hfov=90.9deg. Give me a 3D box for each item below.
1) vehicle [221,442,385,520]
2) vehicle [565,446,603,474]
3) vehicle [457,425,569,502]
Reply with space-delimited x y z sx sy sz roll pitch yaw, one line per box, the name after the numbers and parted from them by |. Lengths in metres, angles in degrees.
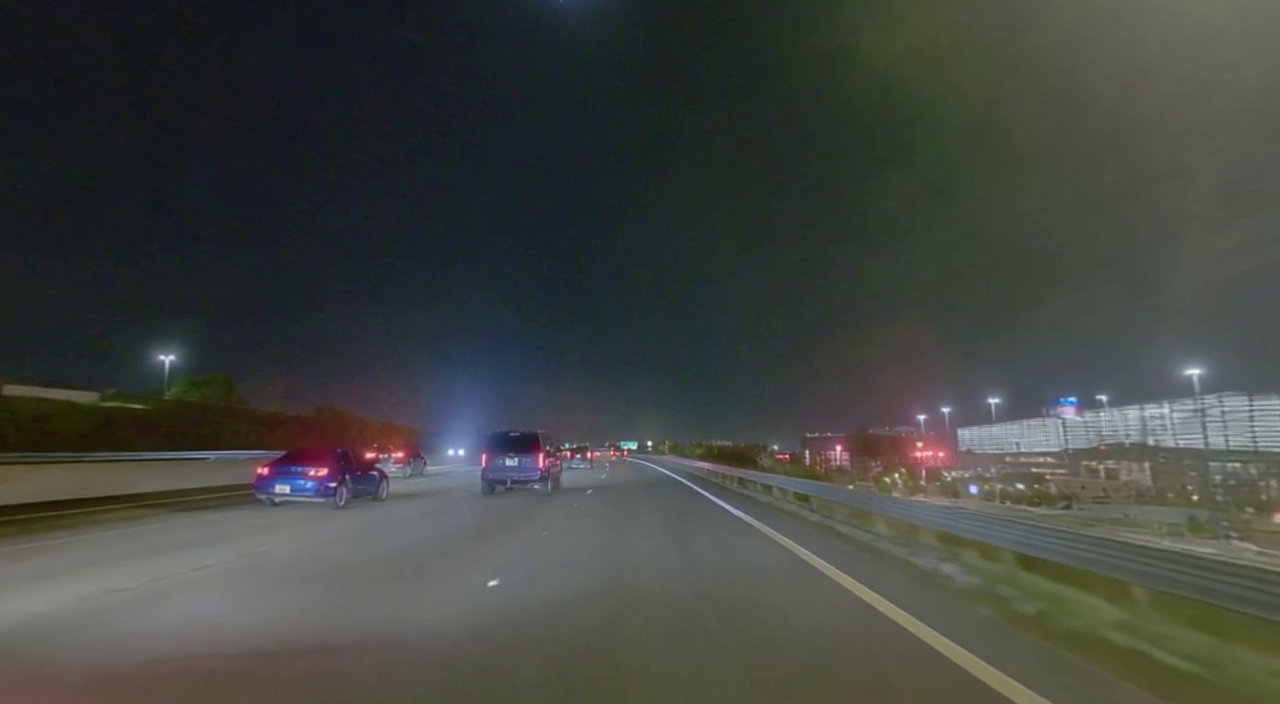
-7.391 2.816 14.254 1.796 1.509 3.393 0 -8 0 | vehicle
-3.341 6.482 38.063 1.955 1.614 3.817 0 -8 0 | vehicle
-3.635 3.313 19.243 2.301 1.985 5.247 0 -8 1 | vehicle
